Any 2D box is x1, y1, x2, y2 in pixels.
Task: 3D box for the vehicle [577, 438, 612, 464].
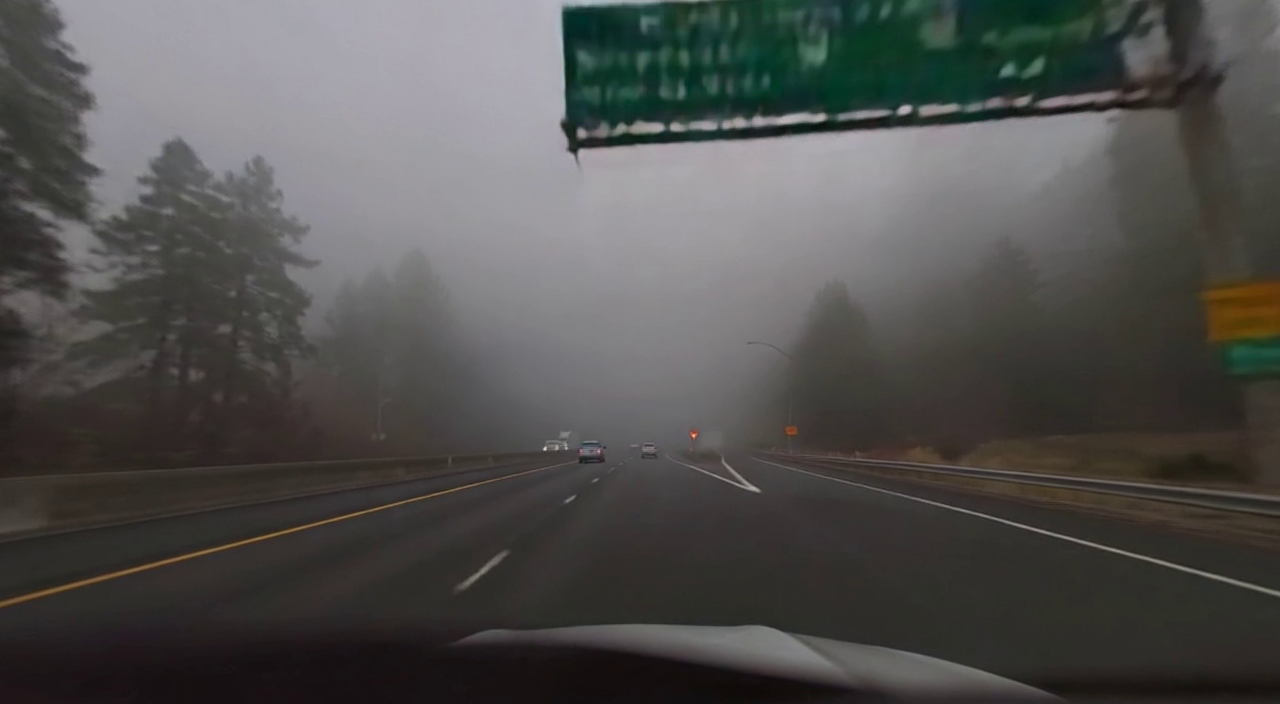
[{"bbox_3d":[-3.260,7.200,45.927,2.129,1.742,4.217,-1,-8,2],"label":"vehicle"}]
